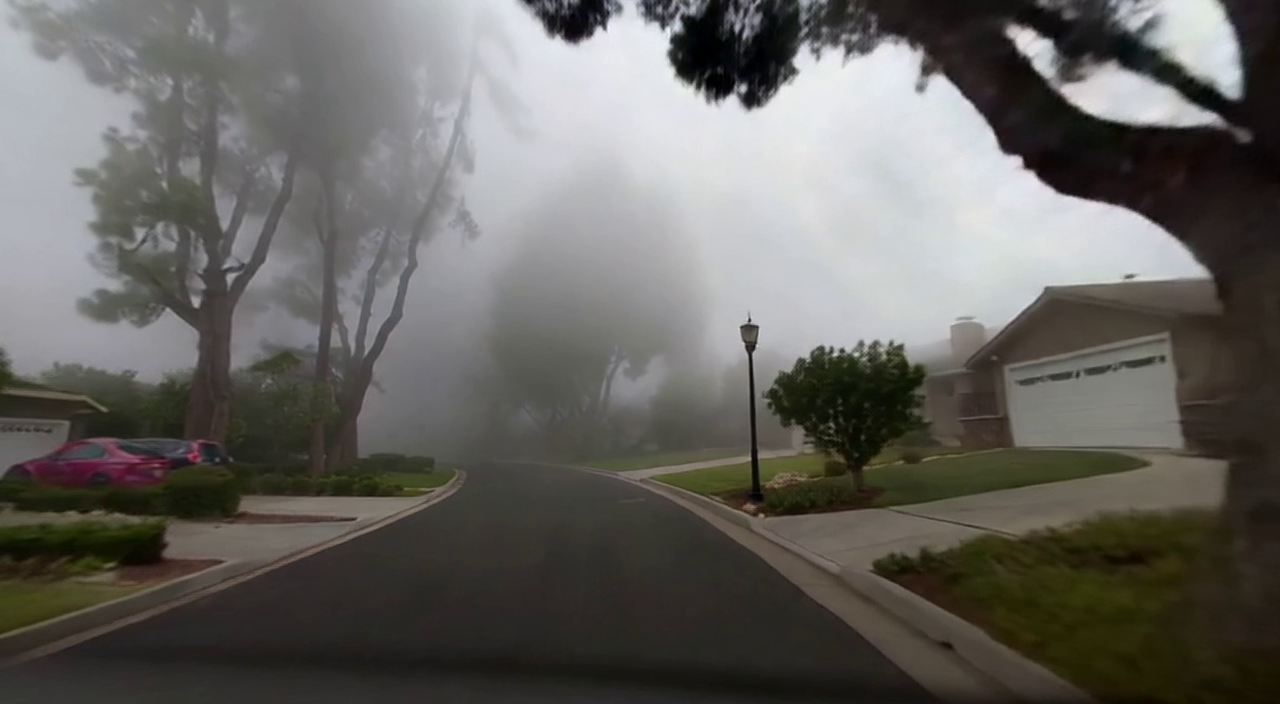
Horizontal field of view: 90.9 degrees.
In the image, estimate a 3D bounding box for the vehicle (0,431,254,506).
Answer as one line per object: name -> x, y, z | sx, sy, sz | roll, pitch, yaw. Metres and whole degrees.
vehicle -> -12.056, 2.717, 14.966 | 4.471, 1.638, 1.877 | 0, -8, -1
